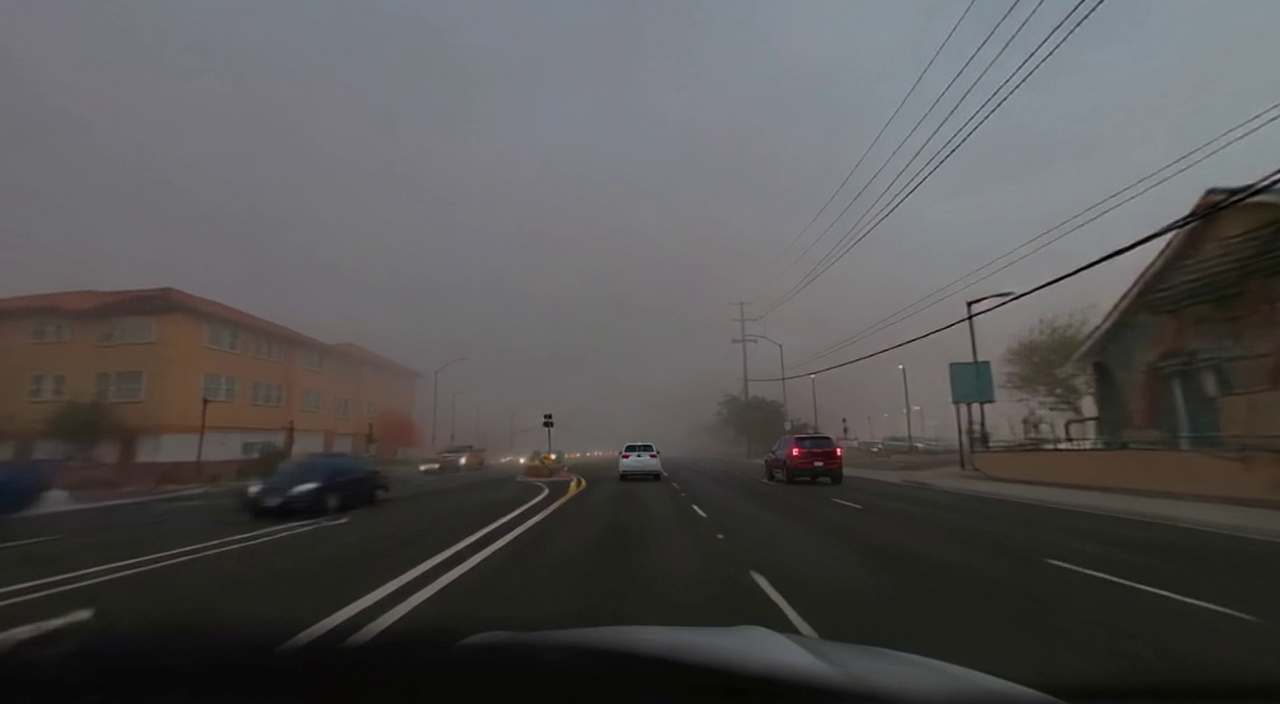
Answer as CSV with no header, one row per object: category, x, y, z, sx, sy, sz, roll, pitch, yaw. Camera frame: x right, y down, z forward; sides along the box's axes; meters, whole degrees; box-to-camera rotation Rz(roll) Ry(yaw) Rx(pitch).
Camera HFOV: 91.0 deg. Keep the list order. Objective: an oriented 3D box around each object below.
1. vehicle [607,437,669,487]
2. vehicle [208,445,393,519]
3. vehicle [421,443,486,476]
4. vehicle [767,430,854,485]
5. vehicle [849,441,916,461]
vehicle,-0.099,4.119,23.845,2.138,1.702,4.168,0,-9,-1
vehicle,-7.967,3.066,15.432,1.941,1.514,4.618,0,-9,0
vehicle,-11.317,6.566,38.754,2.193,1.851,5.705,0,-9,1
vehicle,6.360,4.008,24.090,2.061,1.889,4.268,0,-9,-1
vehicle,19.085,7.786,49.702,4.415,1.519,1.907,0,-9,0
